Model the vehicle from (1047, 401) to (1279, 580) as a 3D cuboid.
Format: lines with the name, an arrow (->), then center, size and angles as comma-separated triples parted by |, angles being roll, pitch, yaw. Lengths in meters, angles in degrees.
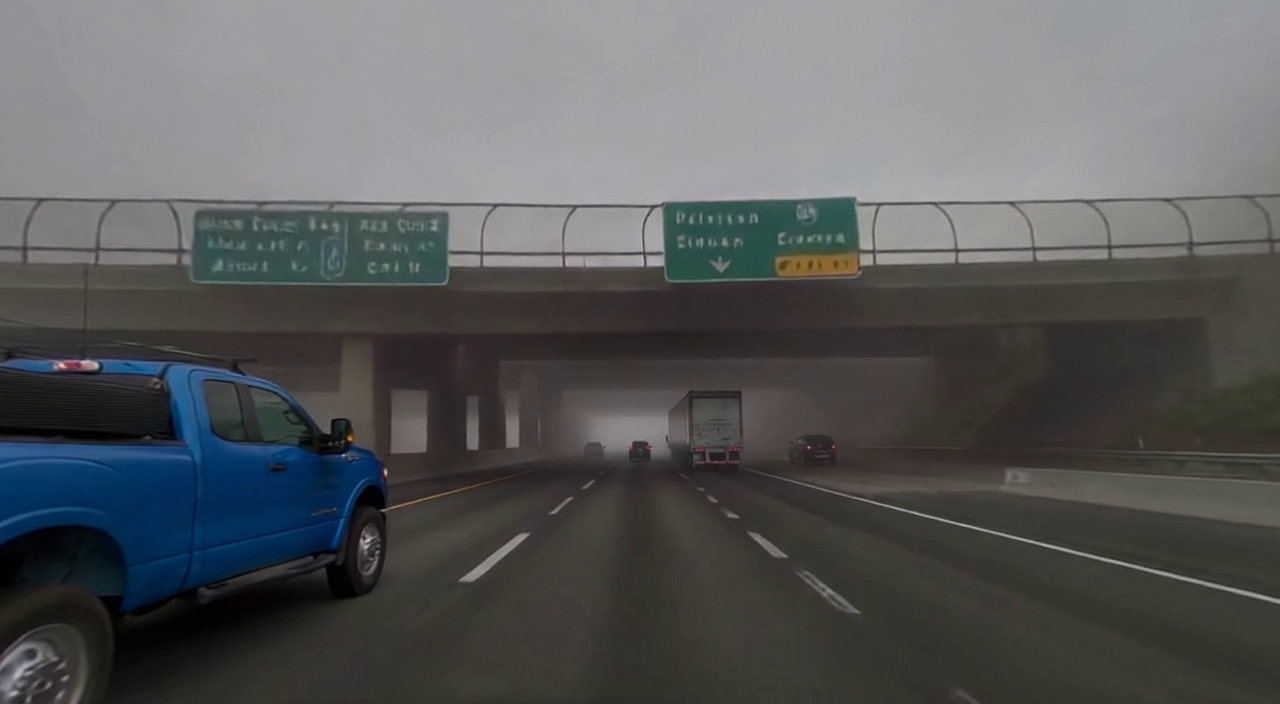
vehicle -> 7.134, 1.480, 7.103 | 1.999, 1.700, 4.640 | 0, -8, 1

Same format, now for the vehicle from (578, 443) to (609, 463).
vehicle -> -3.453, 7.648, 47.842 | 2.077, 1.446, 4.106 | 0, -8, 0

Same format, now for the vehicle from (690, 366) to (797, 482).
vehicle -> 4.116, 3.443, 28.538 | 2.885, 4.036, 12.891 | 0, -8, 1

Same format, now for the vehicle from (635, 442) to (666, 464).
vehicle -> 0.735, 7.208, 45.127 | 2.092, 1.446, 4.092 | 0, -8, 1

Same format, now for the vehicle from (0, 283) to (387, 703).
vehicle -> -4.160, 0.863, 3.717 | 2.599, 2.054, 6.288 | 0, -8, 1
